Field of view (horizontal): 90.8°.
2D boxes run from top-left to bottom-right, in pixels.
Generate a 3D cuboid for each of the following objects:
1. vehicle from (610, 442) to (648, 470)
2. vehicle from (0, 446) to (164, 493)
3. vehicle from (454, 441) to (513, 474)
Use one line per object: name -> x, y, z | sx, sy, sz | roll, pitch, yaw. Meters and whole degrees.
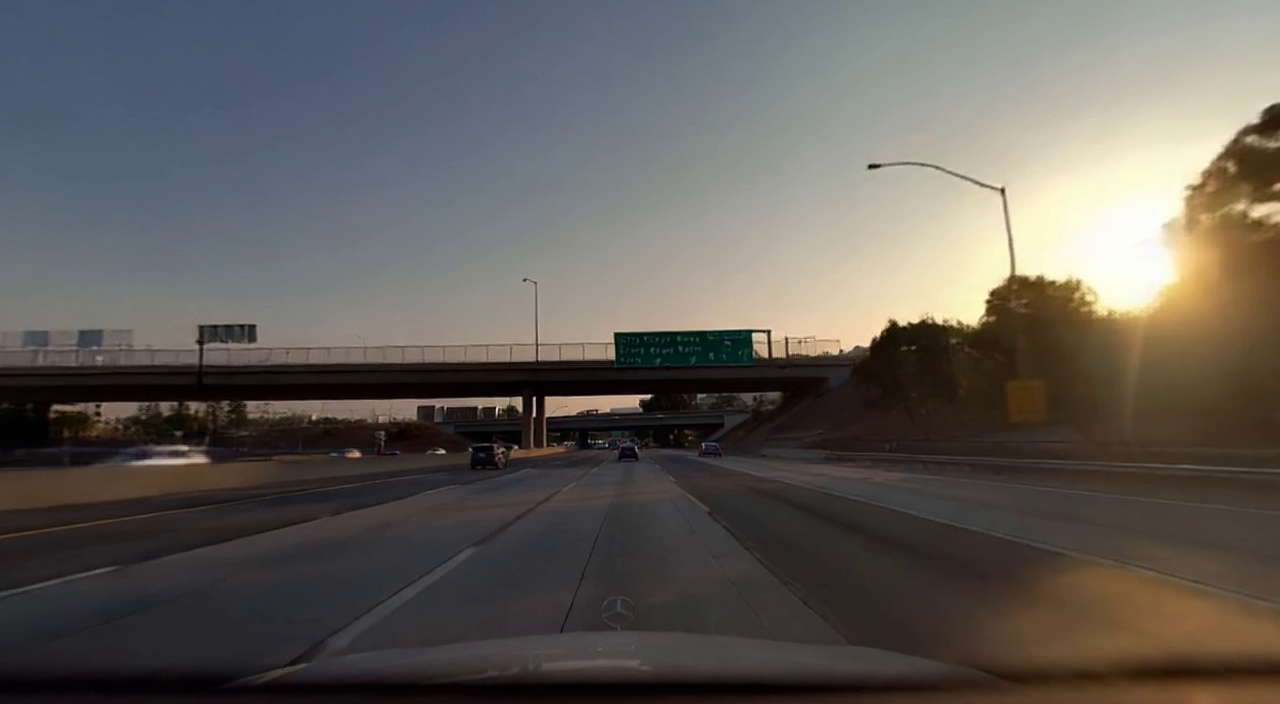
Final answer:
vehicle -> -0.654, 5.751, 35.157 | 2.012, 1.471, 4.059 | 0, -8, -2
vehicle -> -20.510, 4.275, 23.472 | 1.971, 1.475, 4.681 | 0, -8, 0
vehicle -> -7.995, 5.421, 32.680 | 1.957, 1.554, 4.350 | 0, -8, -1
